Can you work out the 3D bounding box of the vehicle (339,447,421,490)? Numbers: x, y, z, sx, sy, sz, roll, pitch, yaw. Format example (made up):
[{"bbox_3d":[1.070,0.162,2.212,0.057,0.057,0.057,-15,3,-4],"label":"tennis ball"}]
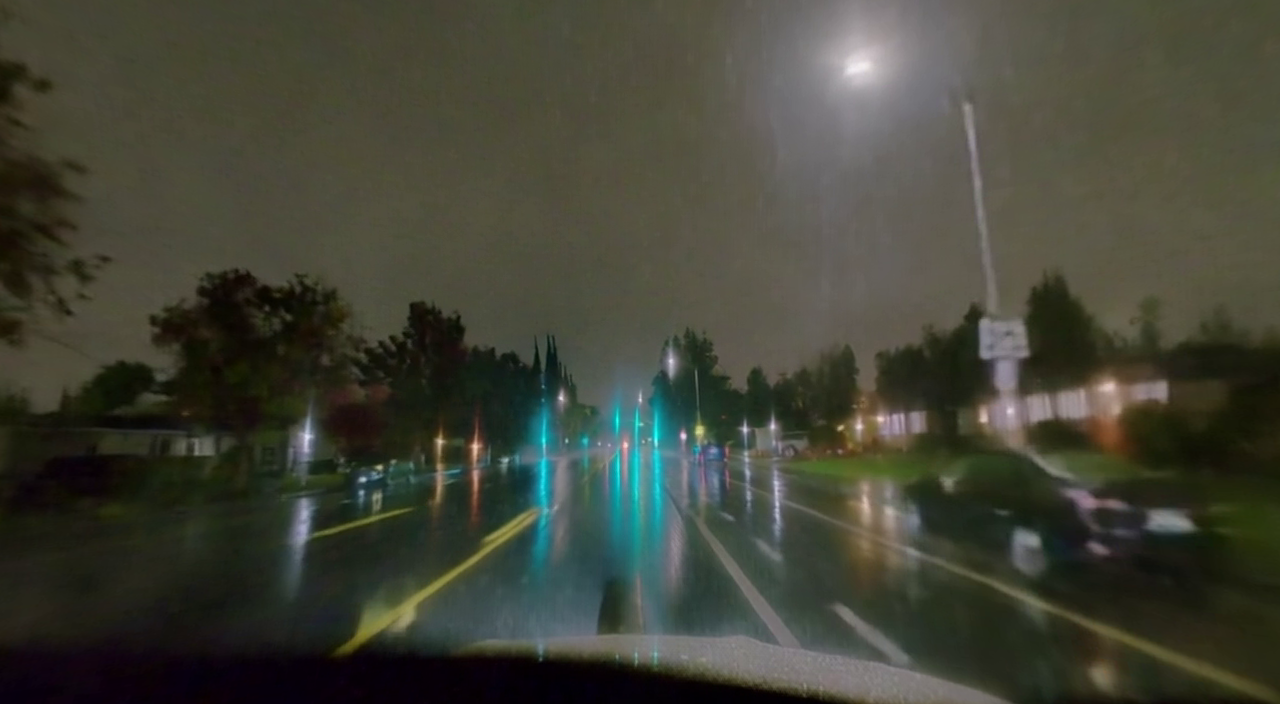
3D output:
[{"bbox_3d":[-12.478,5.580,30.679,2.034,1.646,4.808,-4,-7,-2],"label":"vehicle"}]

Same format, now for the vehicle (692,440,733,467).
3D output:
[{"bbox_3d":[4.374,6.267,38.854,2.000,1.520,4.943,-1,-9,0],"label":"vehicle"}]

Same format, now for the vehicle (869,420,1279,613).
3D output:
[{"bbox_3d":[4.593,1.707,7.579,1.939,1.561,4.495,2,-8,-1],"label":"vehicle"}]
